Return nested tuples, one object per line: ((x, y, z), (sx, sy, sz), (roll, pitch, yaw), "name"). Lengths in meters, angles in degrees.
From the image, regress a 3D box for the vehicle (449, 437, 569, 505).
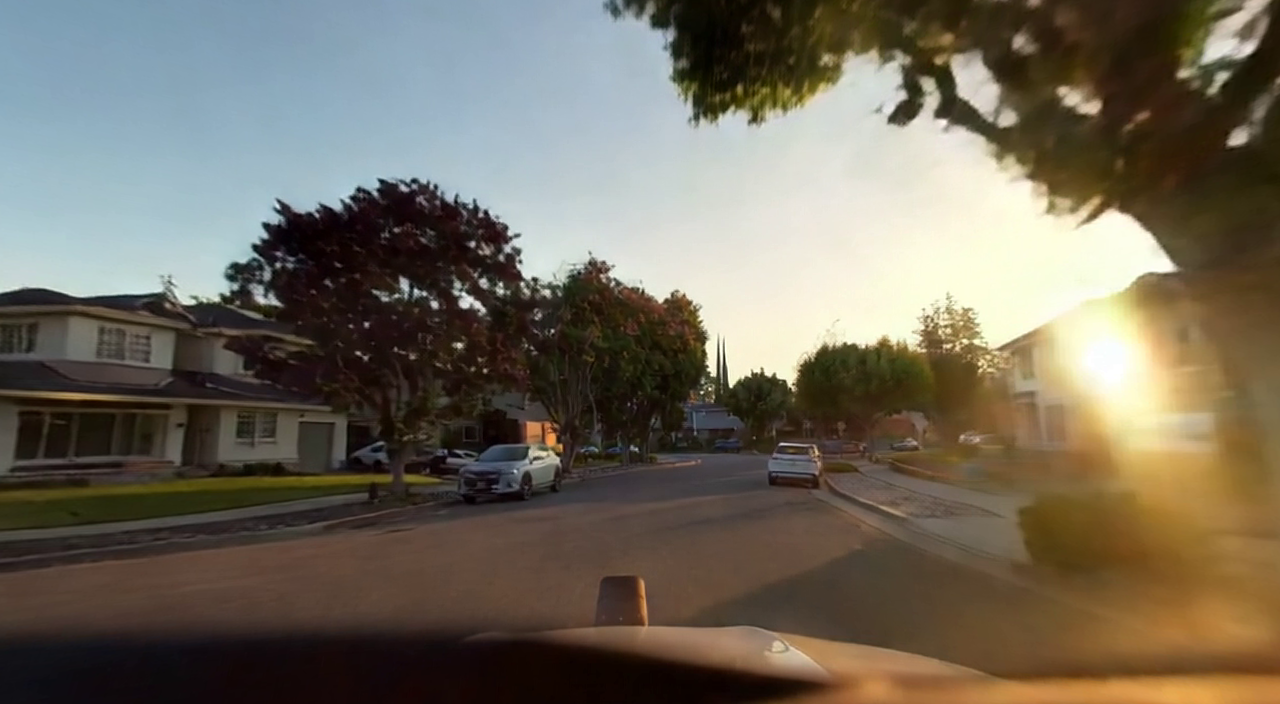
((-3.844, 3.549, 19.419), (2.041, 1.762, 4.508), (-4, -8, 10), "vehicle")

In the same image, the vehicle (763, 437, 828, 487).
((5.865, 4.095, 23.817), (2.075, 1.657, 4.648), (-2, -9, 14), "vehicle")
